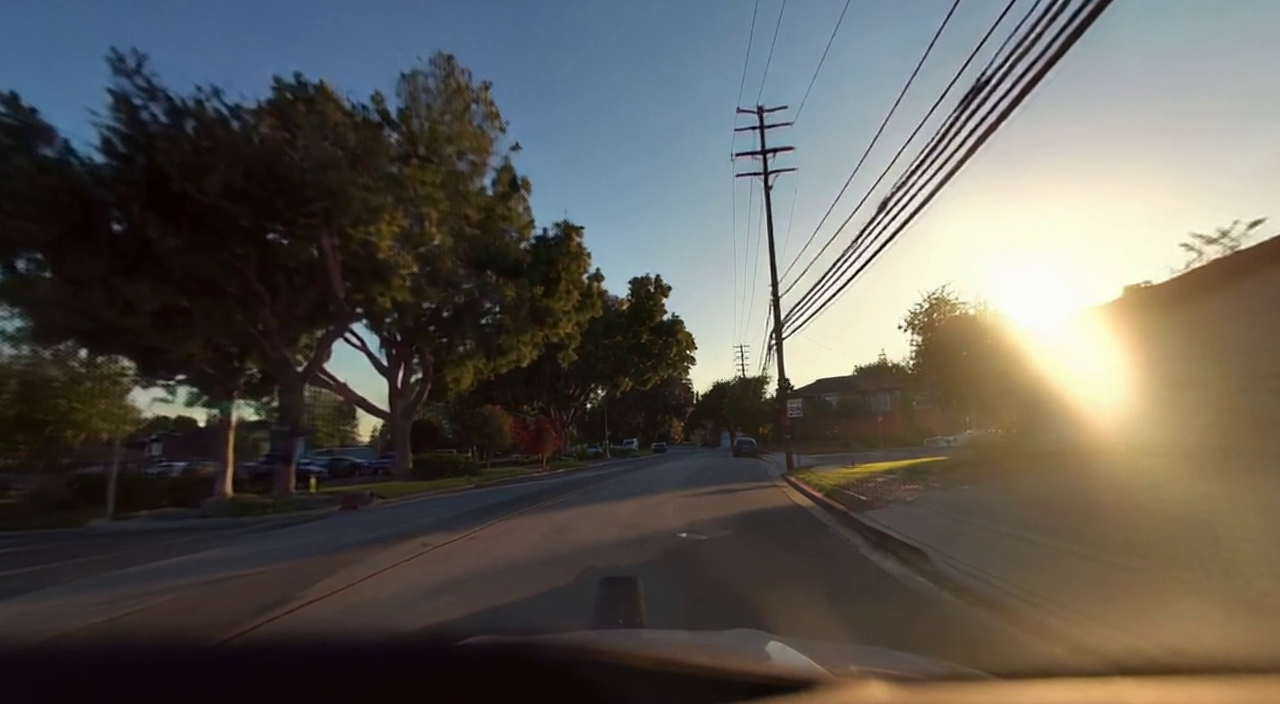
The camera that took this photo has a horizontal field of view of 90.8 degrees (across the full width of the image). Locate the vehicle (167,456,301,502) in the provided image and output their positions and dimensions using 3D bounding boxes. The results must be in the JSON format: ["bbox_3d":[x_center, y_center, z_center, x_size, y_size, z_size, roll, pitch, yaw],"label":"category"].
[{"bbox_3d":[-17.417,5.443,27.415,4.675,1.442,1.906,-1,-8,-25],"label":"vehicle"}]

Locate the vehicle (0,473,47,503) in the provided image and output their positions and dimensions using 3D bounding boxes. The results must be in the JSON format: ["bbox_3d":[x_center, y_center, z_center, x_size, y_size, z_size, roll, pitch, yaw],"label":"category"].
[{"bbox_3d":[-37.853,8.134,37.987,4.305,1.465,1.903,-5,-10,30],"label":"vehicle"}]

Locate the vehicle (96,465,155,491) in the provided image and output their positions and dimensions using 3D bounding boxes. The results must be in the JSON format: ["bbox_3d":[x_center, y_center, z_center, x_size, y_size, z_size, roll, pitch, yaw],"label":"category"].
[{"bbox_3d":[-35.367,8.594,43.408,4.478,1.533,2.018,-7,-11,37],"label":"vehicle"}]

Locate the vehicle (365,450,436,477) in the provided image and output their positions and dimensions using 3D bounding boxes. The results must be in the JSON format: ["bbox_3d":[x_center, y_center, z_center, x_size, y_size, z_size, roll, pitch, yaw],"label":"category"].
[{"bbox_3d":[-15.306,7.151,40.540,4.123,1.603,1.906,3,-9,-18],"label":"vehicle"}]
